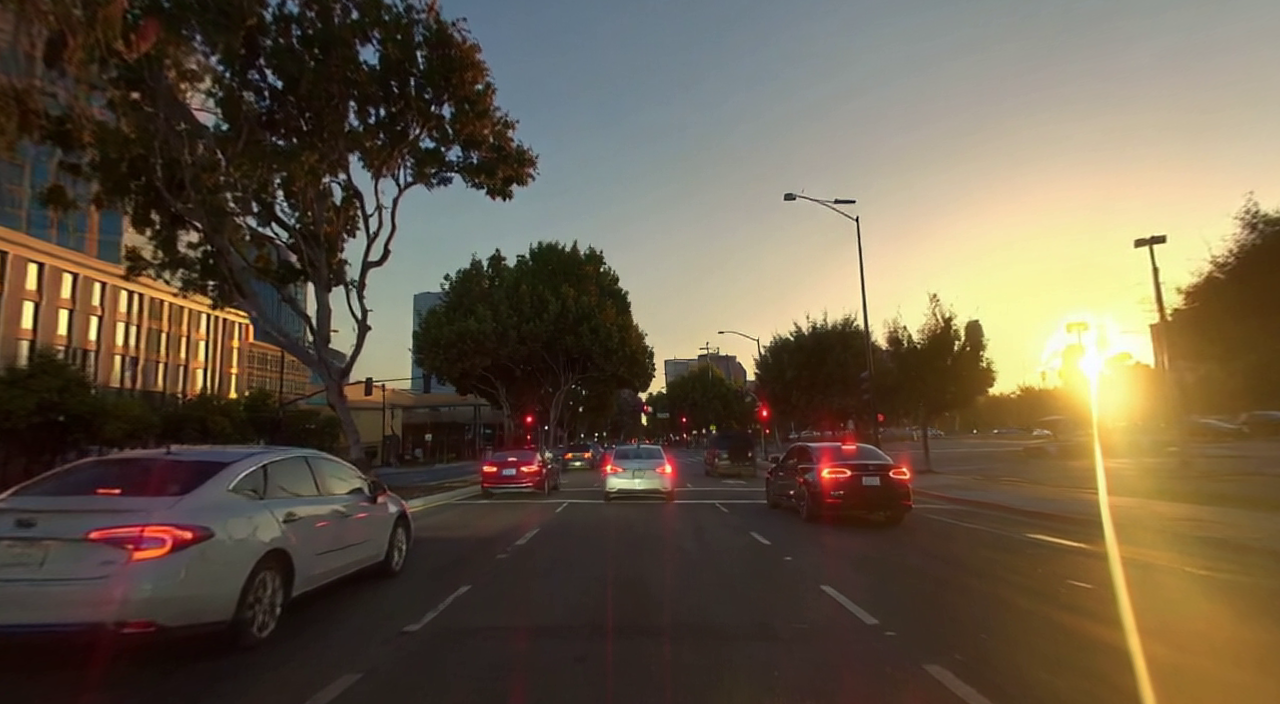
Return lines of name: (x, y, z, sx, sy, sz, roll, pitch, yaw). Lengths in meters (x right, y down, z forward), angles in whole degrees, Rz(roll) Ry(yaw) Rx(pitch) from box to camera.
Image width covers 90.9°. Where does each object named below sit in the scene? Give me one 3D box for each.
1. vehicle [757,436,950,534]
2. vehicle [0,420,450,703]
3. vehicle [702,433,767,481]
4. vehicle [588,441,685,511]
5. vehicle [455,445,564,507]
vehicle: (3.706, 2.382, 11.976, 1.990, 1.486, 4.431, 0, -8, -2)
vehicle: (-3.315, 1.403, 5.236, 2.038, 1.481, 4.379, 0, -8, 1)
vehicle: (4.186, 4.789, 28.986, 2.142, 1.957, 5.443, 0, -8, 0)
vehicle: (-0.138, 2.974, 15.669, 2.101, 1.480, 3.929, 0, -8, -2)
vehicle: (-3.394, 3.283, 17.258, 2.002, 1.465, 4.098, -1, -8, 2)
